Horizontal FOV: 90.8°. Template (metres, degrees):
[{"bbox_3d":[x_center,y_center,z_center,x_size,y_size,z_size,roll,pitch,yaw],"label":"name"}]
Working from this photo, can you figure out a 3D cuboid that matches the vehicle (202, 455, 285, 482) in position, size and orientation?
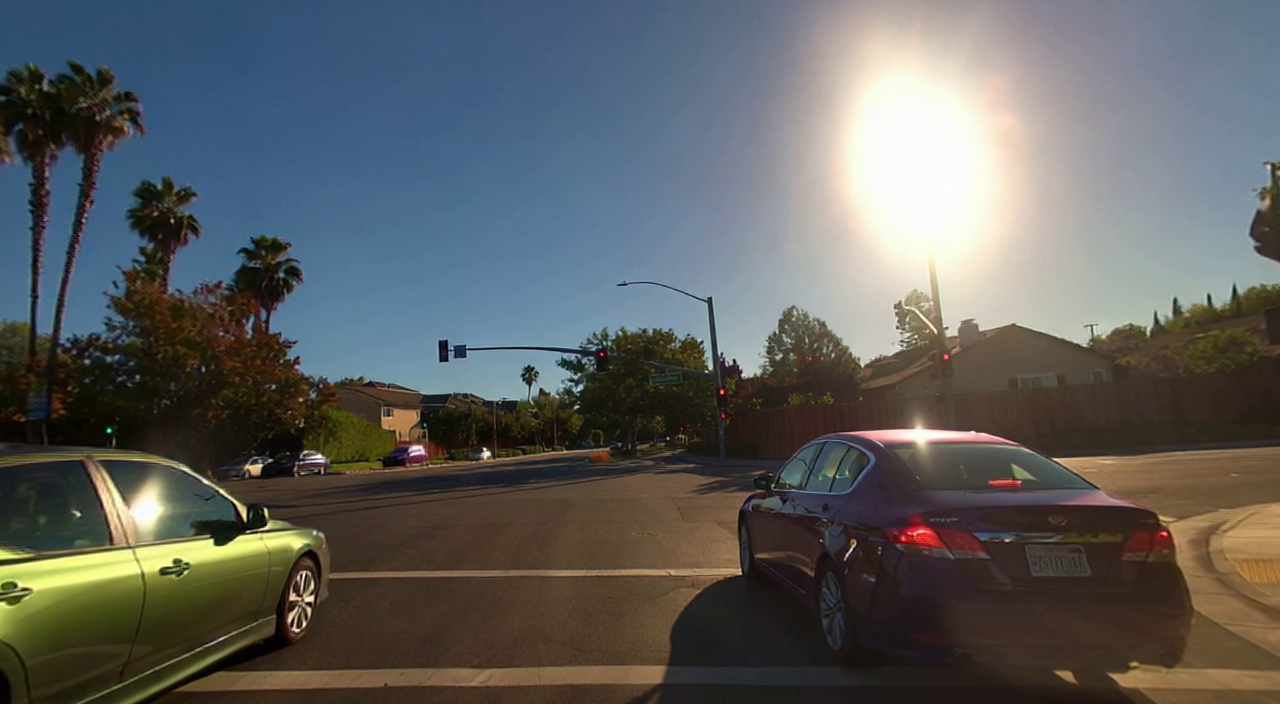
[{"bbox_3d":[-24.112,7.075,38.642,2.019,1.427,4.630,-1,-9,2],"label":"vehicle"}]

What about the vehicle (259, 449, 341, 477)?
[{"bbox_3d":[-20.028,6.524,37.512,2.084,1.528,4.778,0,-9,1],"label":"vehicle"}]
